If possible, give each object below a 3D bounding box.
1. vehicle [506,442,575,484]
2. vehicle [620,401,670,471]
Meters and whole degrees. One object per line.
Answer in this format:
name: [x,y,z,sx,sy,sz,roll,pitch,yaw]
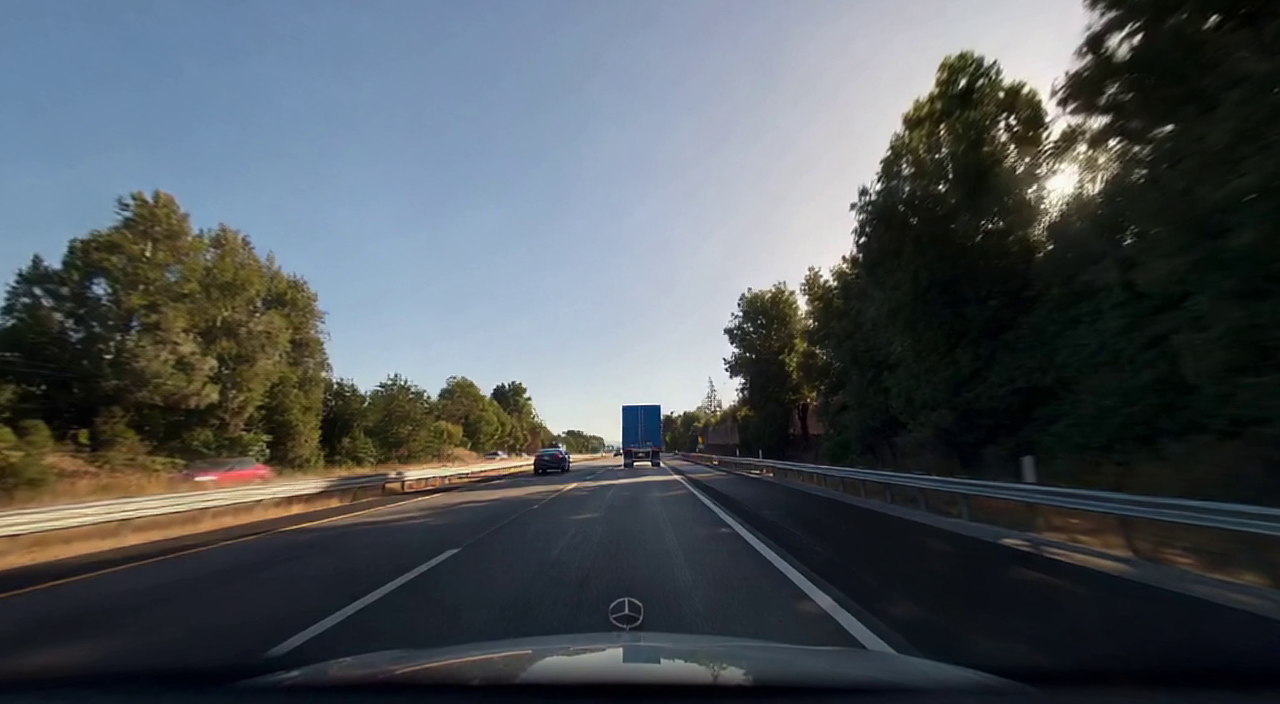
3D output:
vehicle: [-3.967,4.490,25.793,2.063,1.583,4.049,0,-9,1]
vehicle: [0.350,5.576,41.252,2.899,3.966,10.053,0,-9,1]
